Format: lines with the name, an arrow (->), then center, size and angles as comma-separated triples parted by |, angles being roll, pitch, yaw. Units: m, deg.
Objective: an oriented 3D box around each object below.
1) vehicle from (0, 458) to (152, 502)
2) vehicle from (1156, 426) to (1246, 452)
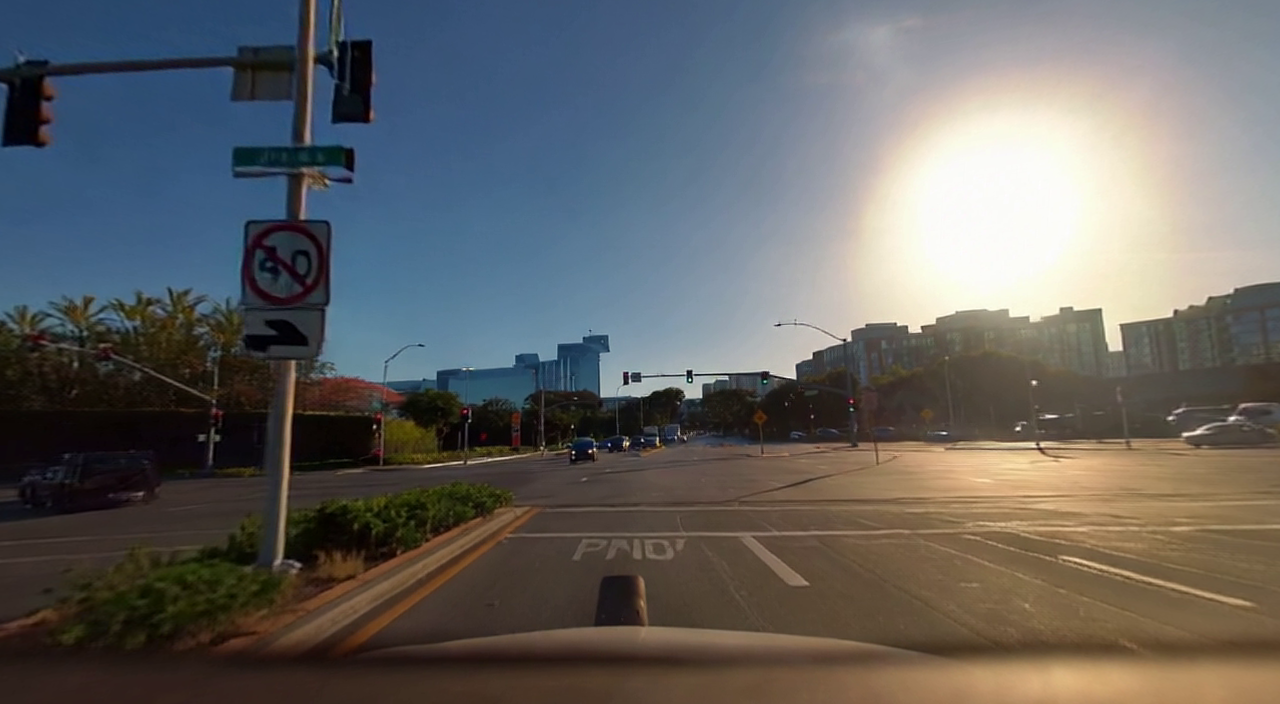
vehicle -> -24.488, 5.519, 27.507 | 4.706, 1.734, 2.253 | -1, -8, 6
vehicle -> 40.096, 6.250, 45.381 | 2.173, 1.751, 4.931 | -1, -8, 5
